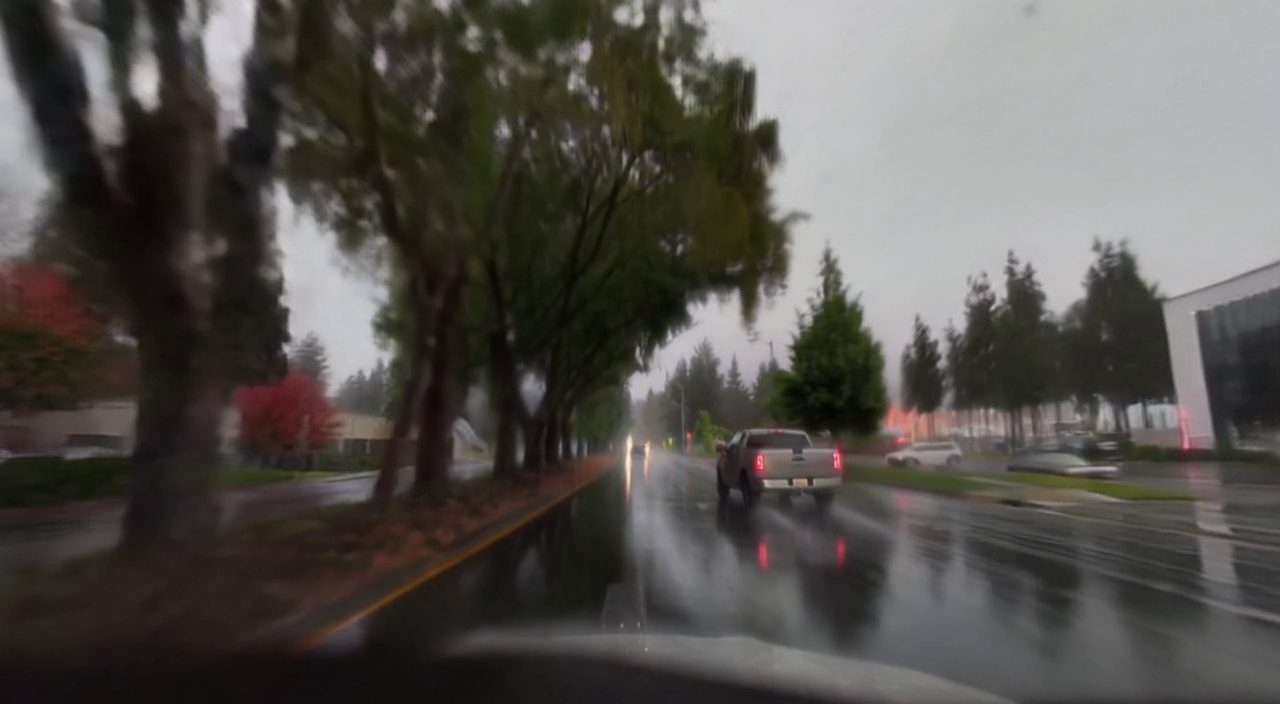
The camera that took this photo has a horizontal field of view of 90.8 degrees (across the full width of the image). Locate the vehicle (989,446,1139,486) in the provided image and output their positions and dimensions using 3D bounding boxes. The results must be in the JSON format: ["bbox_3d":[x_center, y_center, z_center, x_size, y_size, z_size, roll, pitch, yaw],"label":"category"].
[{"bbox_3d":[17.003,4.573,25.685,4.721,1.462,2.028,-4,-9,25],"label":"vehicle"}]

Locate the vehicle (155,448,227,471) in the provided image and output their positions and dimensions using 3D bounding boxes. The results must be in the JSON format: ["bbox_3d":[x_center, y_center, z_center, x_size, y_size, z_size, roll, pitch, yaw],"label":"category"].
[{"bbox_3d":[-29.414,7.017,41.432,3.413,1.459,1.669,0,-9,0],"label":"vehicle"}]

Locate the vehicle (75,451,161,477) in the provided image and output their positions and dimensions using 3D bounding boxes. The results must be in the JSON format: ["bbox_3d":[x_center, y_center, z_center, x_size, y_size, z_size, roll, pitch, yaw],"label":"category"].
[{"bbox_3d":[-29.670,6.387,35.989,3.386,1.402,1.598,0,-9,-2],"label":"vehicle"}]

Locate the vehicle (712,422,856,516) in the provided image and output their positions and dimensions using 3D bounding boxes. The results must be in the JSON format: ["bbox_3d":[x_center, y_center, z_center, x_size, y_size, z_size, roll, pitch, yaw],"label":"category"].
[{"bbox_3d":[3.140,2.707,15.163,2.138,1.836,5.245,0,-9,-1],"label":"vehicle"}]

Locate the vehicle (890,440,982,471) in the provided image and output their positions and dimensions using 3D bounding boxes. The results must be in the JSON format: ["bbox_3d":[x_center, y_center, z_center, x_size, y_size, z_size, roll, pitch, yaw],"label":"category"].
[{"bbox_3d":[17.635,6.183,37.887,4.747,1.761,2.043,-4,-9,22],"label":"vehicle"}]
